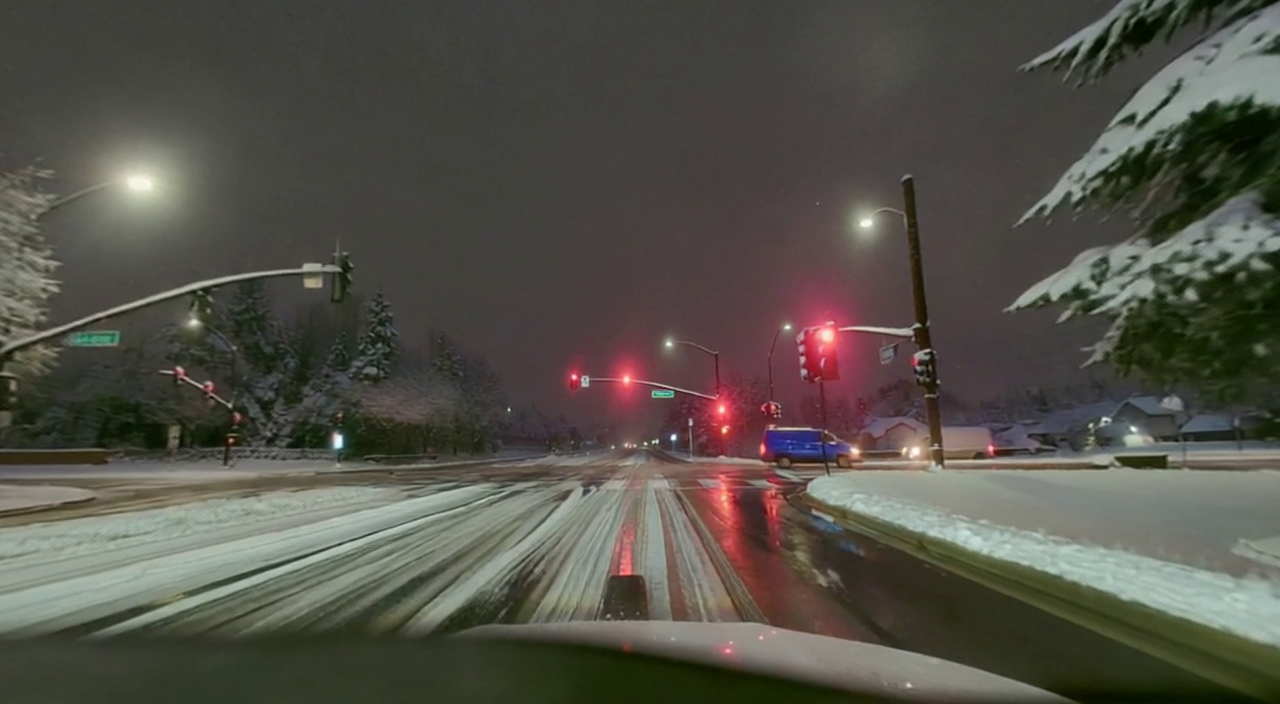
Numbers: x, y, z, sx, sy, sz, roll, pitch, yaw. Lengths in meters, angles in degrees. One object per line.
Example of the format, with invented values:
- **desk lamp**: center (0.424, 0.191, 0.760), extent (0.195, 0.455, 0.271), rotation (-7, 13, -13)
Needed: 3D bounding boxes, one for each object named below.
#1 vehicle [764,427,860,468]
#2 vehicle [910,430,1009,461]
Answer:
- **vehicle**: center (8.752, 4.854, 32.181), extent (4.536, 1.965, 1.780), rotation (-3, -9, 17)
- **vehicle**: center (19.046, 5.589, 37.707), extent (4.790, 1.798, 1.909), rotation (0, -8, 1)
